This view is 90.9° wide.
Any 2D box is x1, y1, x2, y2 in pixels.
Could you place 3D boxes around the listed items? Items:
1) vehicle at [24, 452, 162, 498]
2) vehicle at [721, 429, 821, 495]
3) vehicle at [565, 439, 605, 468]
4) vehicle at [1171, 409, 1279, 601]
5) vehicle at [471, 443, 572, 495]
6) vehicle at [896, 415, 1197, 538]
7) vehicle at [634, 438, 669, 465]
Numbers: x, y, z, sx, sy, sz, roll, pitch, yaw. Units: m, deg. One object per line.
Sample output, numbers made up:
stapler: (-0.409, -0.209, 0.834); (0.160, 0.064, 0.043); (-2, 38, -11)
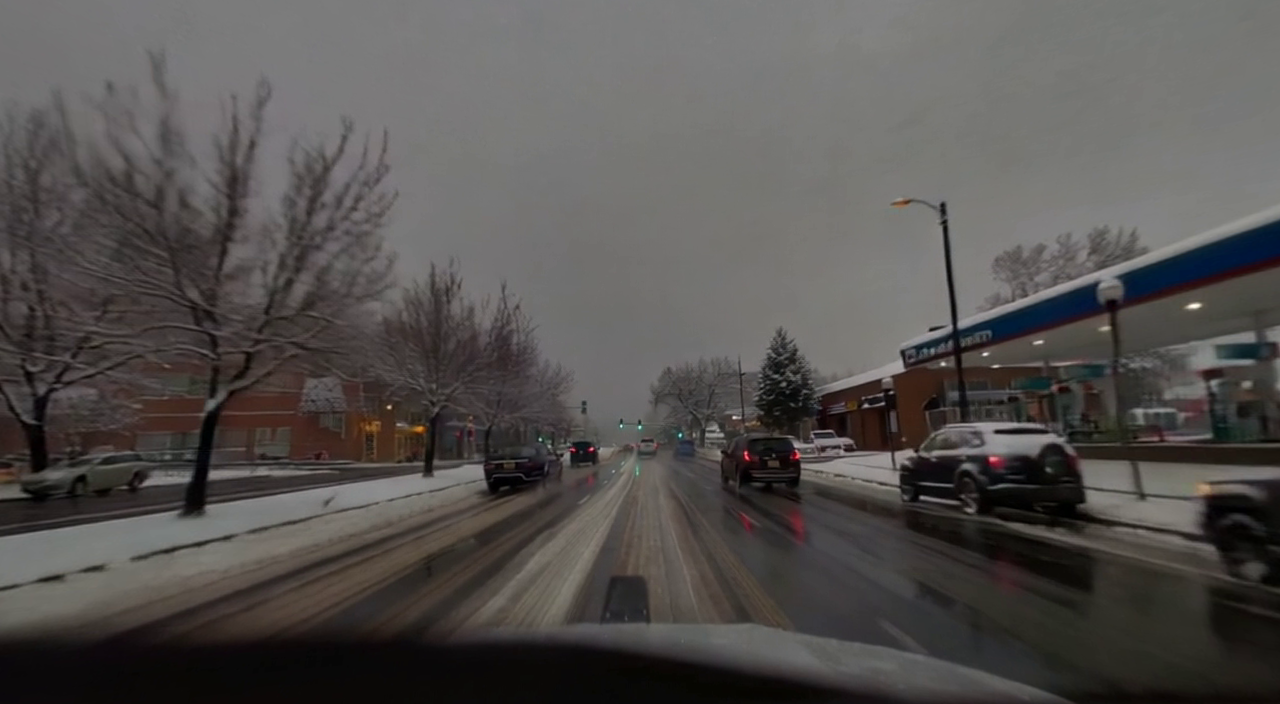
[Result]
vehicle: (-22.195, 4.948, 25.835); (1.821, 1.645, 4.211); (0, -8, 1)
vehicle: (3.765, 3.255, 19.055); (1.980, 1.709, 4.813); (0, -8, 0)
vehicle: (-3.241, 6.093, 37.976); (1.988, 1.645, 3.995); (0, -8, 1)
vehicle: (6.884, 1.183, 4.367); (2.417, 1.736, 5.043); (-1, -9, 7)
vehicle: (-3.349, 3.383, 18.726); (2.013, 1.354, 4.393); (0, -8, 2)
vehicle: (7.102, 2.212, 11.983); (2.189, 1.783, 5.122); (1, -8, -2)
vehicle: (0.728, 6.559, 41.552); (2.192, 1.674, 4.124); (0, -8, 0)
